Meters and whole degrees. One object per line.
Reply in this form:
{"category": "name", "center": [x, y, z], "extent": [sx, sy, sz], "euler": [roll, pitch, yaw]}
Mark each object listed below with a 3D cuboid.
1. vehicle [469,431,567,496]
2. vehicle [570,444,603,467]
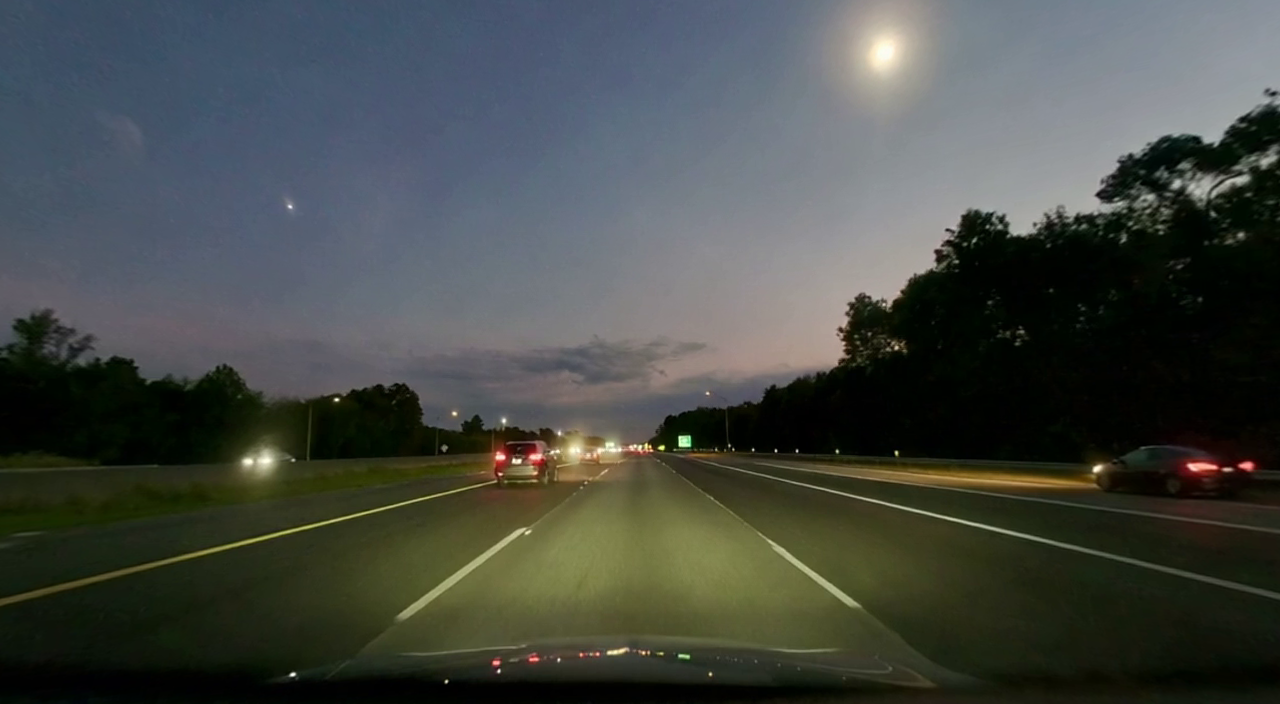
{"category": "vehicle", "center": [-3.623, 3.419, 19.666], "extent": [2.114, 1.774, 4.427], "euler": [0, -9, 1]}
{"category": "vehicle", "center": [-4.113, 8.003, 48.973], "extent": [2.121, 1.657, 4.448], "euler": [0, -9, 0]}
